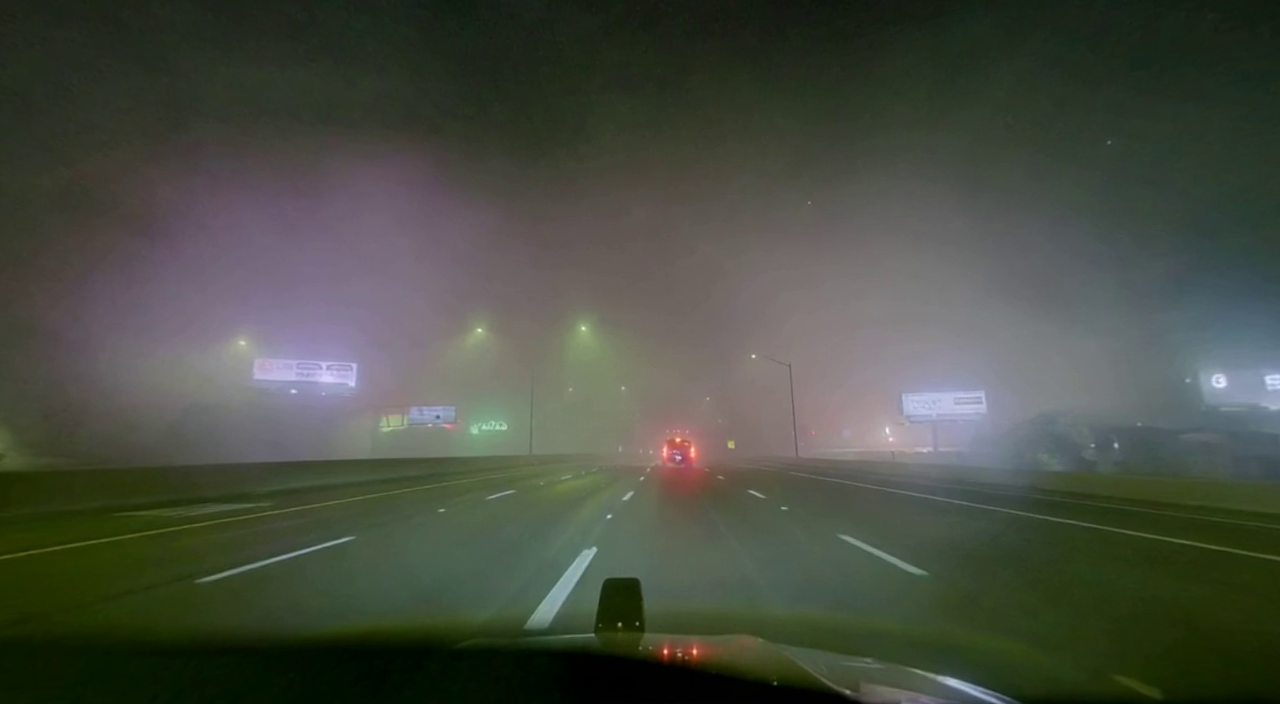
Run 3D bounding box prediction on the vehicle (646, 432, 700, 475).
[{"bbox_3d":[1.830,5.661,35.202,2.740,2.157,6.300,-1,-9,3],"label":"vehicle"}]
